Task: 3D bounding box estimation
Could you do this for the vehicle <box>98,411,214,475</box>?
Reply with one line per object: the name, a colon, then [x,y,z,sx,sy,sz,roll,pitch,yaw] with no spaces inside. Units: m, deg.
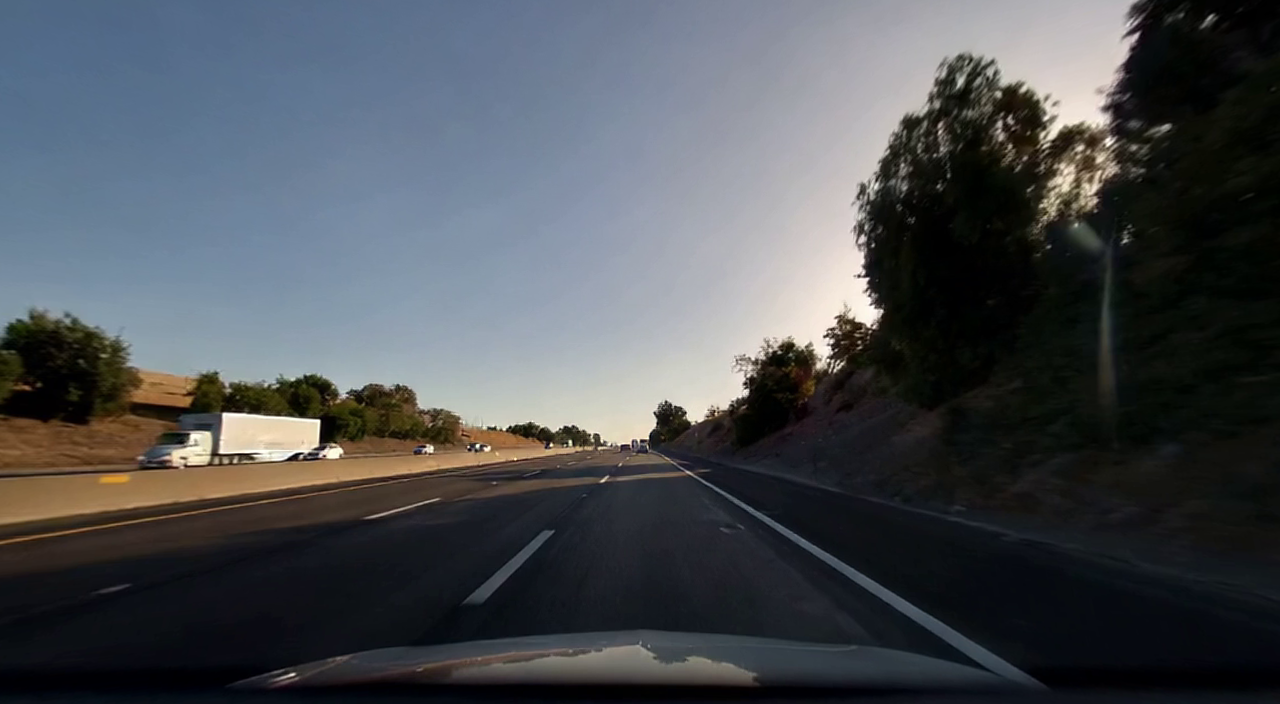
vehicle: [-31.996,6.070,41.955,2.962,3.978,5.736,0,-9,-1]
